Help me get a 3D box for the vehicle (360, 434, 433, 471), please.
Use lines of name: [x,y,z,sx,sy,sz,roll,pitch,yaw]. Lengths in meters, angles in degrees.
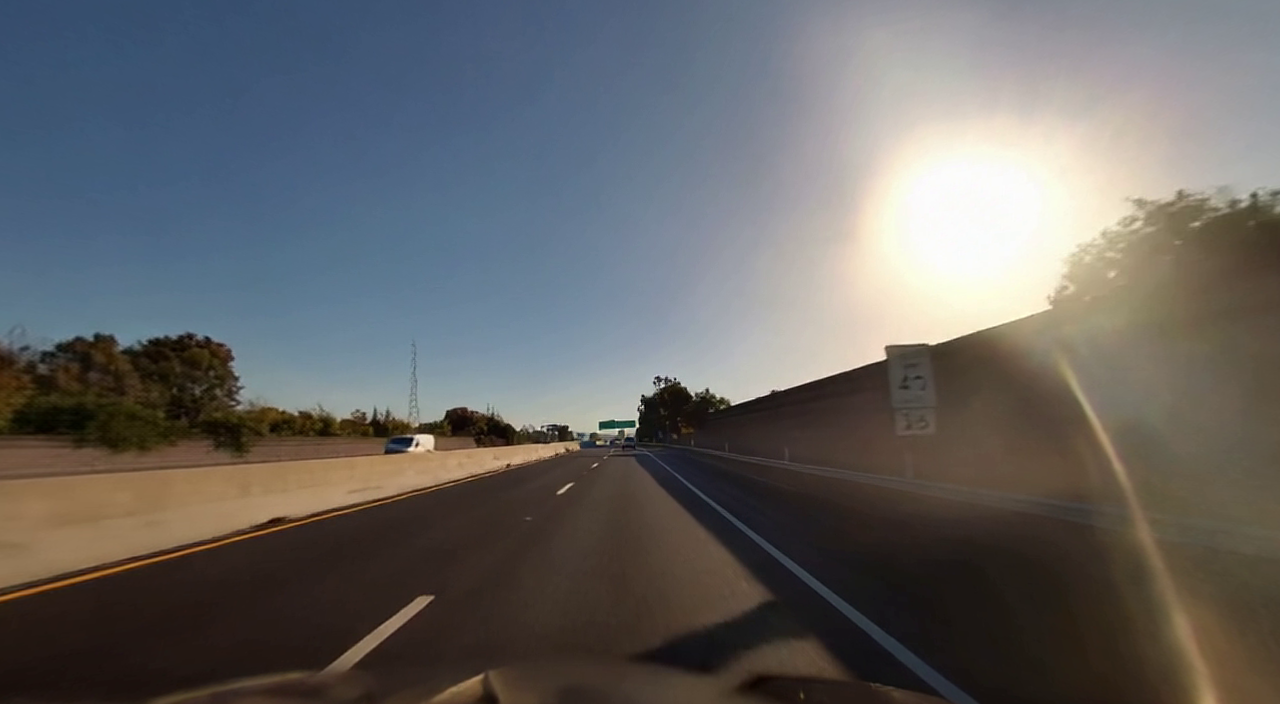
vehicle: [-13.839,5.698,36.079,2.136,1.968,5.178,0,-8,0]
